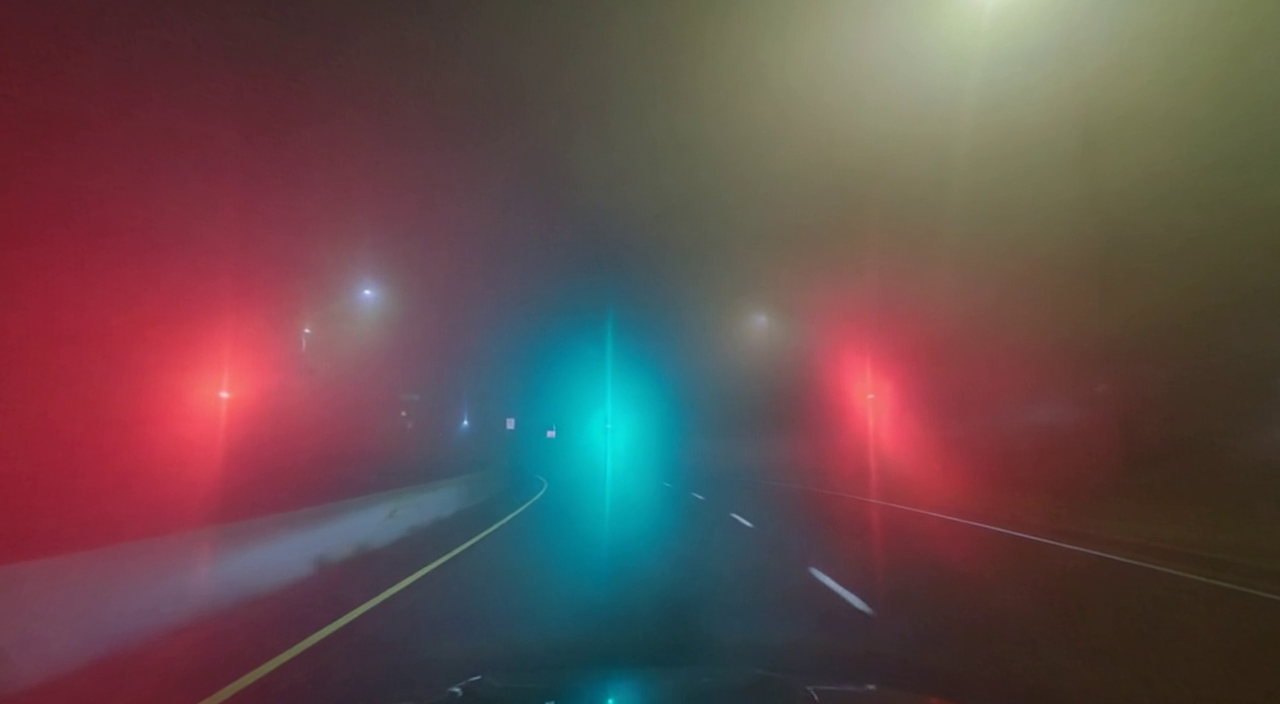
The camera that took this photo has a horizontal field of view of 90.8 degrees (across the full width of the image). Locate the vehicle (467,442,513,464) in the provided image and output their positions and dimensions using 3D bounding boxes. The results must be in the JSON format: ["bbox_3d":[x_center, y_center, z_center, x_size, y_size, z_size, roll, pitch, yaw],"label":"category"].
[{"bbox_3d":[-11.010,7.379,46.197,2.163,1.537,4.368,5,-10,-28],"label":"vehicle"}]
